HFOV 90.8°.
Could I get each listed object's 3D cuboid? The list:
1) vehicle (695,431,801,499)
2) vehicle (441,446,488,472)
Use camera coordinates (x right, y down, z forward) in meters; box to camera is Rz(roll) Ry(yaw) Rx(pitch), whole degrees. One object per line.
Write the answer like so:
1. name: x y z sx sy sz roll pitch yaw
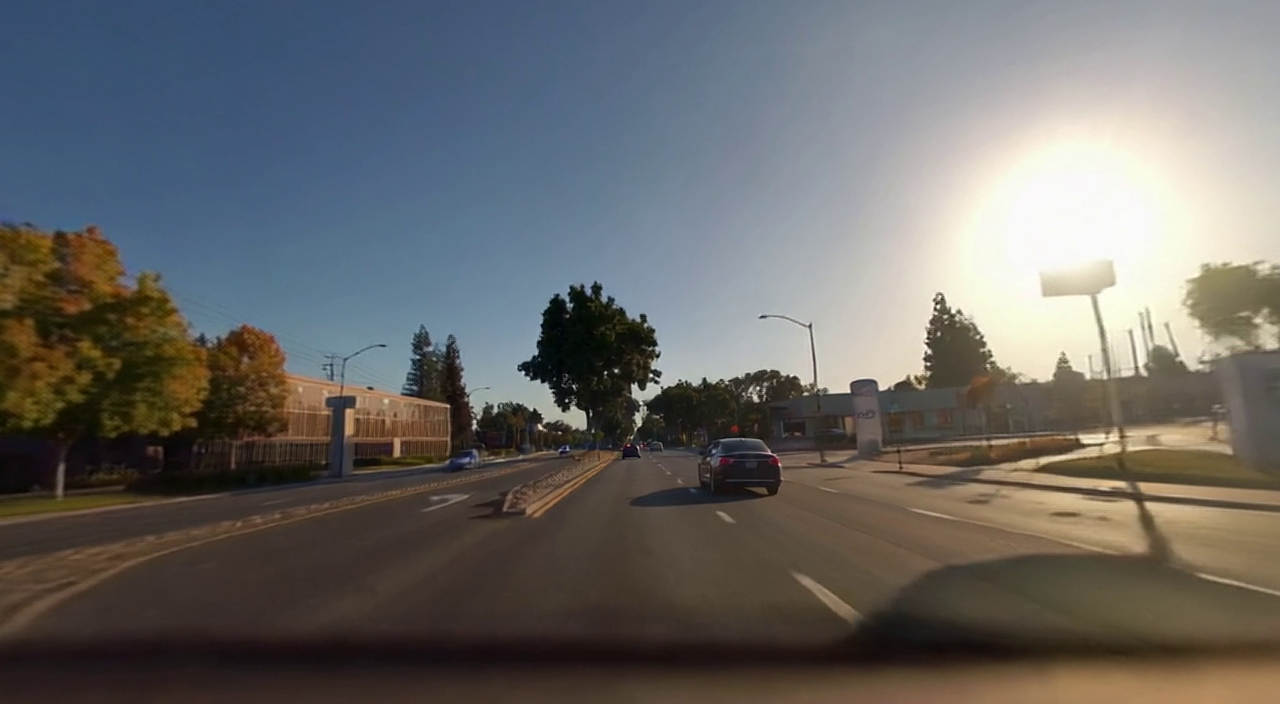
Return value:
1. vehicle: 2.836 3.081 17.751 1.995 1.616 4.729 0 -8 -2
2. vehicle: -12.232 7.469 44.294 1.943 1.672 4.368 0 -8 1
